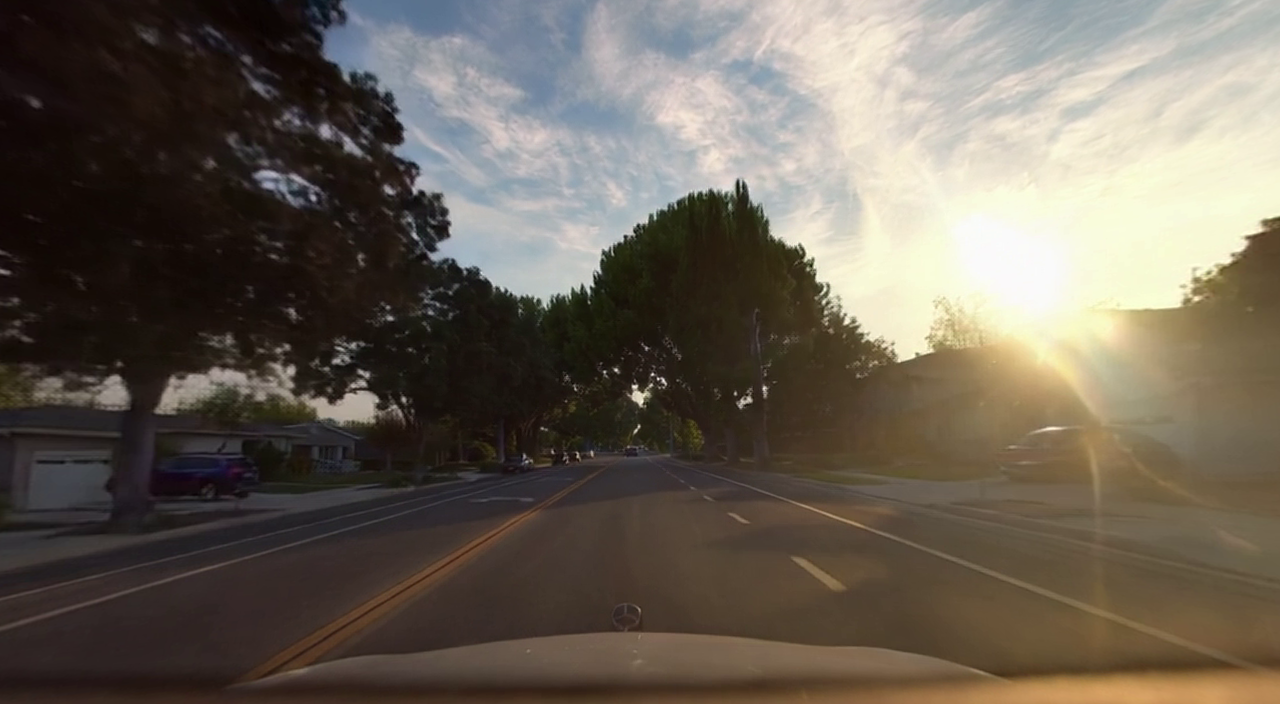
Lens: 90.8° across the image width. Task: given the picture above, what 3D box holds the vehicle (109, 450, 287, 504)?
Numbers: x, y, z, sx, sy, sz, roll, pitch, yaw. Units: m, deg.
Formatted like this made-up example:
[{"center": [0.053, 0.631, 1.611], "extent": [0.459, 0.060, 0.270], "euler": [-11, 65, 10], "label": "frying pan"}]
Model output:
[{"center": [-15.689, 4.430, 22.620], "extent": [4.859, 1.780, 2.031], "euler": [0, -9, 3], "label": "vehicle"}]

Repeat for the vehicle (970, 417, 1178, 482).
[{"center": [11.958, 2.715, 17.643], "extent": [4.392, 1.685, 1.959], "euler": [1, -9, -4], "label": "vehicle"}]
